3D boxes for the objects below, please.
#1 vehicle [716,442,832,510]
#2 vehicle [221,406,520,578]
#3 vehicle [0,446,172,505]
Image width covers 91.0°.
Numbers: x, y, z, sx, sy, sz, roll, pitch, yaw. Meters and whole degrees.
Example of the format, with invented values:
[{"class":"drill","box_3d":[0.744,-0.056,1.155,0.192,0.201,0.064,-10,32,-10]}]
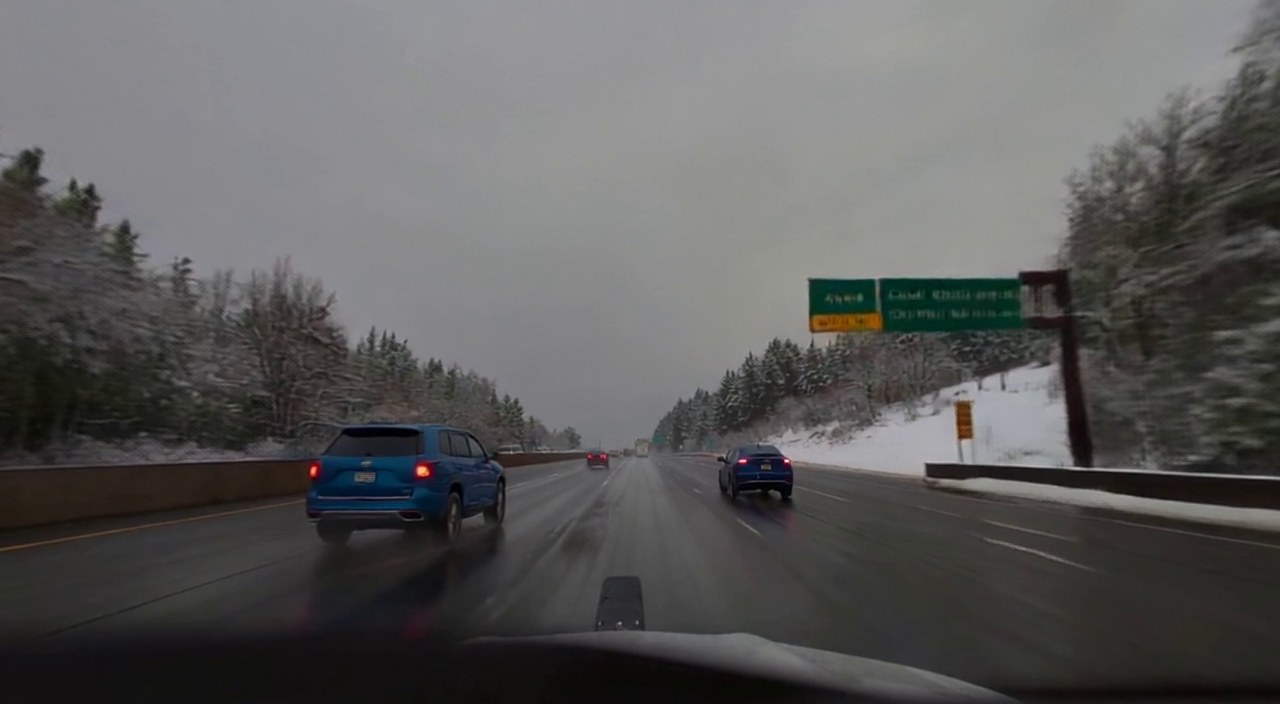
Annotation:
[{"class":"vehicle","box_3d":[3.228,3.071,16.071,1.979,1.486,4.125,0,-9,-1]},{"class":"vehicle","box_3d":[-3.204,1.779,8.784,2.137,1.756,4.453,0,-9,1]},{"class":"vehicle","box_3d":[-18.134,3.951,20.650,2.015,1.696,4.544,0,-9,0]}]
